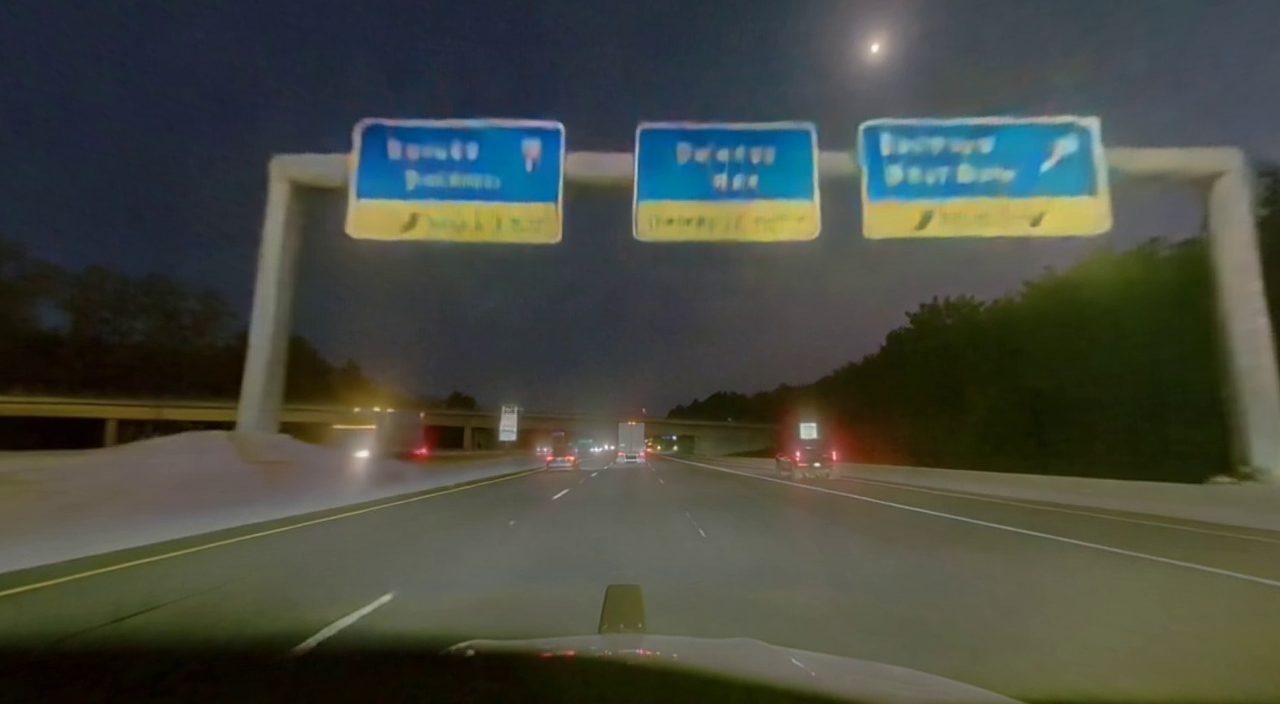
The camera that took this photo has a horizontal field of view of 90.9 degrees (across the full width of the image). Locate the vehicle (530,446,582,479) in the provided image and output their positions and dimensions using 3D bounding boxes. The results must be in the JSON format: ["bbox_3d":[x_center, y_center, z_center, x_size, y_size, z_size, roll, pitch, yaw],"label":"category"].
[{"bbox_3d":[-4.134,5.511,31.719,2.042,1.526,4.516,0,-9,0],"label":"vehicle"}]

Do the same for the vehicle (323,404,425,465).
[{"bbox_3d":[-16.965,5.434,40.956,2.946,3.523,8.294,0,-9,0],"label":"vehicle"}]
